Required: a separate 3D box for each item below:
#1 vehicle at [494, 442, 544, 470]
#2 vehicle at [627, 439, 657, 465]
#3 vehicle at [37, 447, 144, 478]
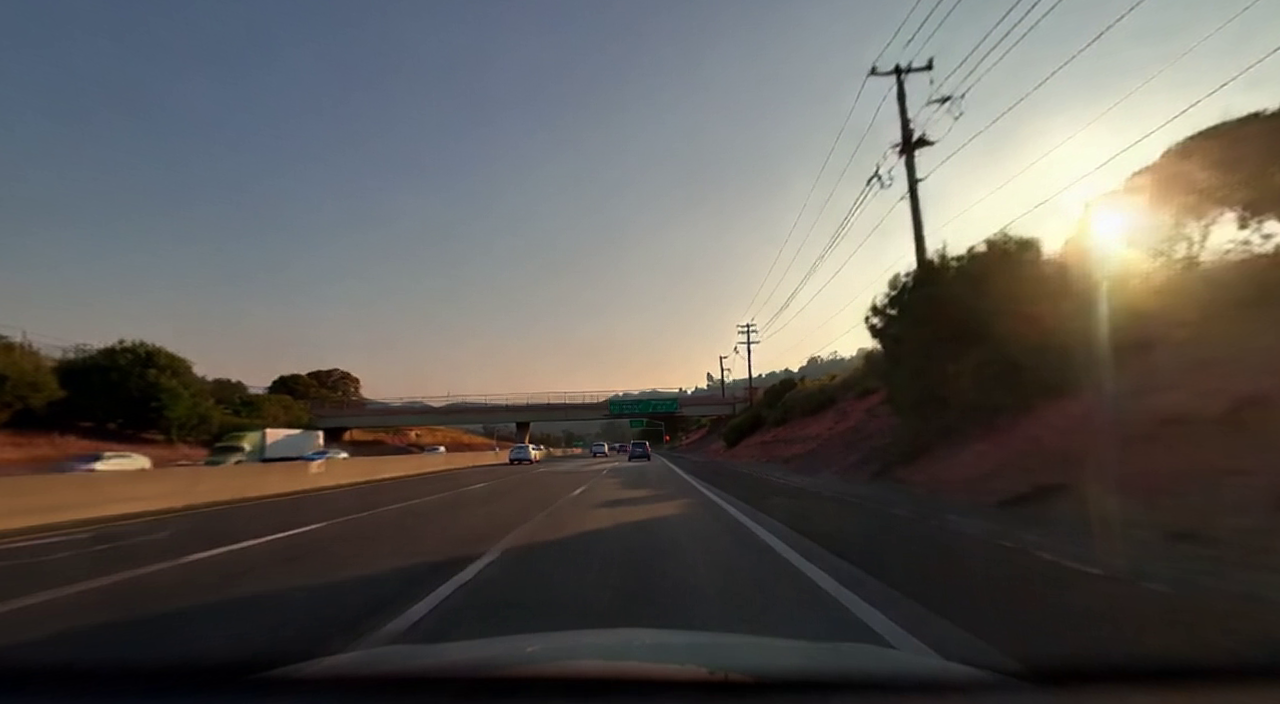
[{"bbox_3d":[-7.077,6.114,37.400,2.077,1.511,4.323,0,-8,1],"label":"vehicle"},{"bbox_3d":[0.141,7.036,44.508,2.063,1.715,4.299,0,-8,0],"label":"vehicle"},{"bbox_3d":[-35.503,7.125,41.101,2.001,1.866,5.412,0,-8,1],"label":"vehicle"}]
